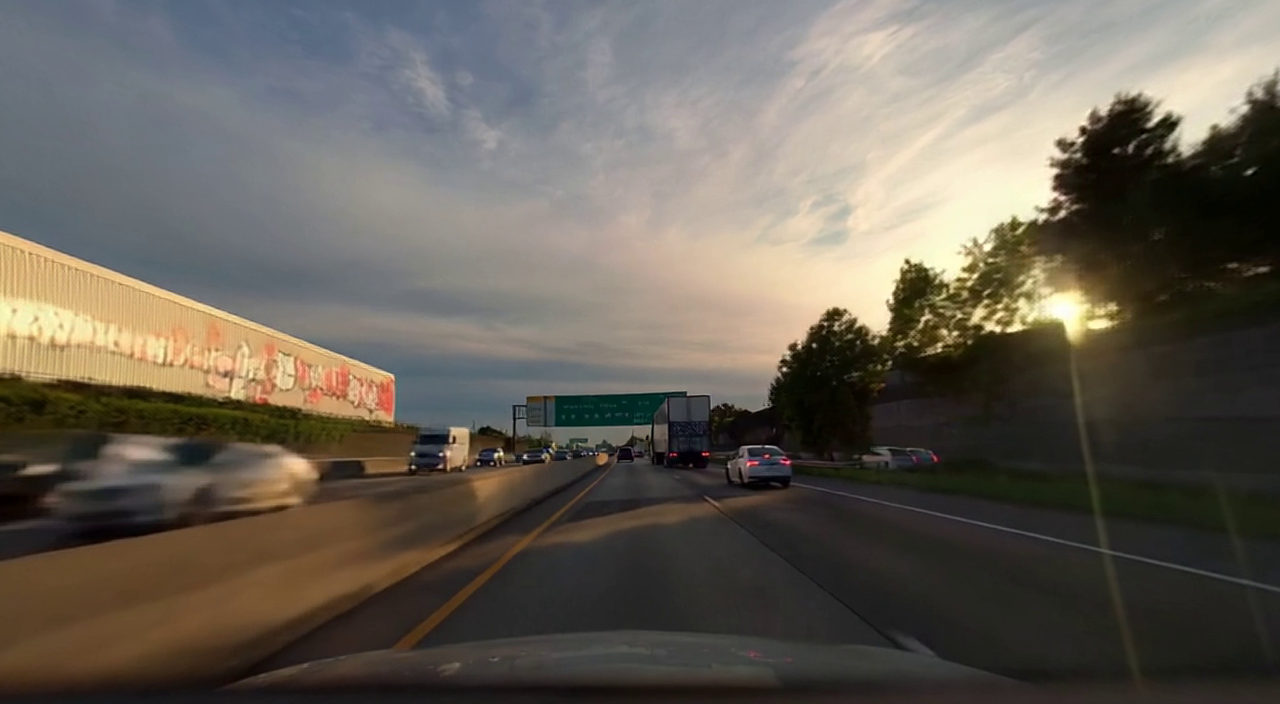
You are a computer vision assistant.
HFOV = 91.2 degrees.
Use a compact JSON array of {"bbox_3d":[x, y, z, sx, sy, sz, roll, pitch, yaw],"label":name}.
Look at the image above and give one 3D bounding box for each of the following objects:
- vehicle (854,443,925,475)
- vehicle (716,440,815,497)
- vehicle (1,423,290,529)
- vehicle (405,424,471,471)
[{"bbox_3d":[13.825,5.936,35.056,2.107,1.648,4.324,0,-9,-1],"label":"vehicle"},{"bbox_3d":[3.827,3.633,19.963,2.085,1.588,4.436,0,-9,-2],"label":"vehicle"},{"bbox_3d":[-8.563,2.176,11.473,1.933,1.553,4.112,0,-9,-1],"label":"vehicle"},{"bbox_3d":[-12.752,6.118,40.105,2.334,2.718,6.105,0,-9,-1],"label":"vehicle"}]
